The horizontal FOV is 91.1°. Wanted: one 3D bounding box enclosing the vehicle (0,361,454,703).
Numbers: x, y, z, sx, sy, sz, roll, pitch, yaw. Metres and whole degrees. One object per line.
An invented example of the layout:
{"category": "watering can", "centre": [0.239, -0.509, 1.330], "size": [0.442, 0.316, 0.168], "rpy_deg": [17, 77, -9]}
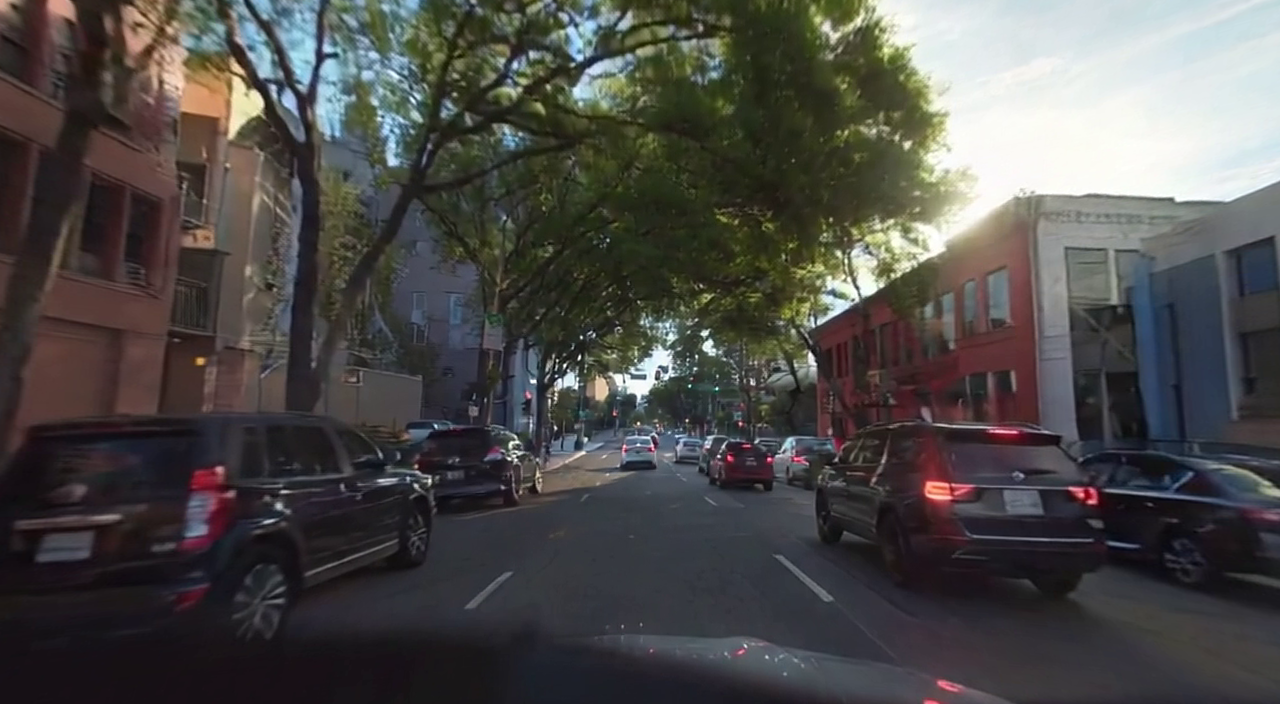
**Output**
{"category": "vehicle", "centre": [-3.307, 1.227, 5.191], "size": [2.128, 1.725, 4.471], "rpy_deg": [0, -8, 0]}

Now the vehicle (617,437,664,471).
{"category": "vehicle", "centre": [0.047, 4.630, 28.695], "size": [2.007, 1.460, 3.923], "rpy_deg": [0, -8, 1]}

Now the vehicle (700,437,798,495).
{"category": "vehicle", "centre": [3.004, 3.244, 18.315], "size": [1.966, 1.475, 4.528], "rpy_deg": [0, -8, -1]}

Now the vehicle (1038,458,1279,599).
{"category": "vehicle", "centre": [8.769, 2.616, 10.167], "size": [1.893, 1.663, 4.257], "rpy_deg": [0, -8, 1]}

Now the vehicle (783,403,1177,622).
{"category": "vehicle", "centre": [3.204, 1.594, 7.288], "size": [2.002, 1.707, 4.547], "rpy_deg": [0, -8, 0]}
